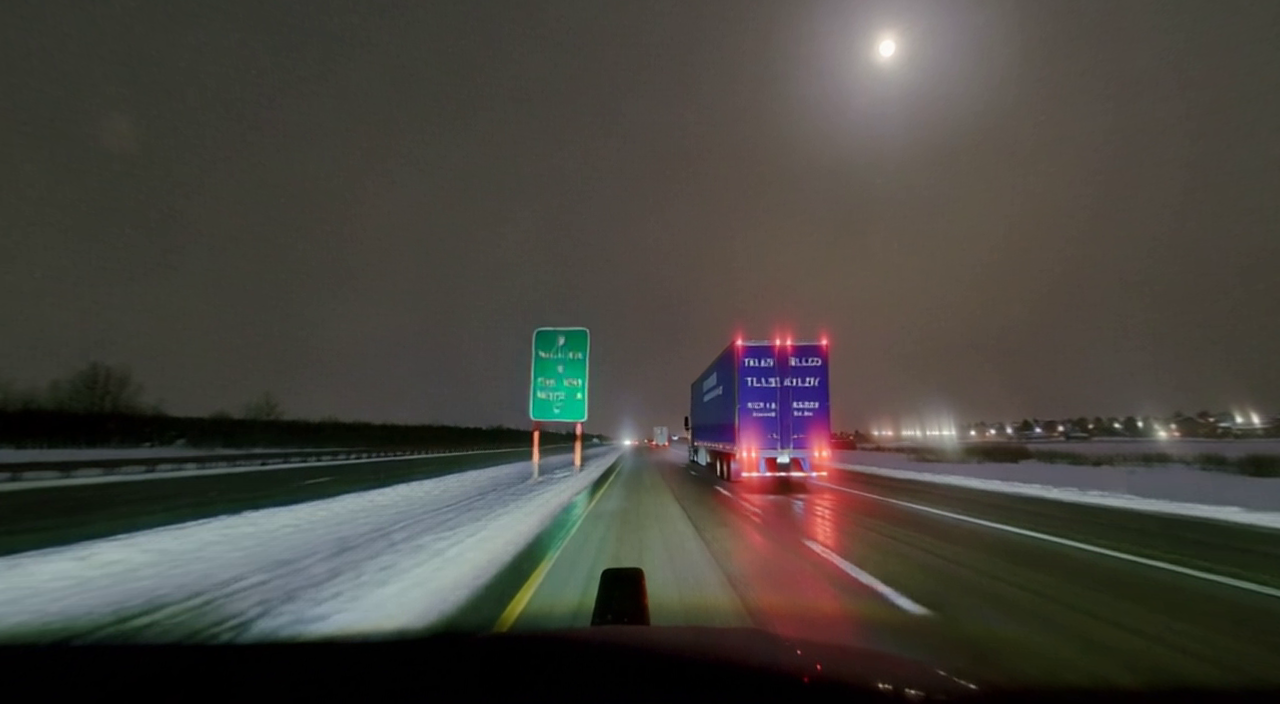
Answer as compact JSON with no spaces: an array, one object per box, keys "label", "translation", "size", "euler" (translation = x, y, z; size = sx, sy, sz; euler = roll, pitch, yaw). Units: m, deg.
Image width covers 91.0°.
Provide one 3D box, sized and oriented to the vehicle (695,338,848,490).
[{"label":"vehicle","translation":[4.117,2.651,23.975],"size":[3.006,4.093,14.142],"euler":[0,-8,1]}]
